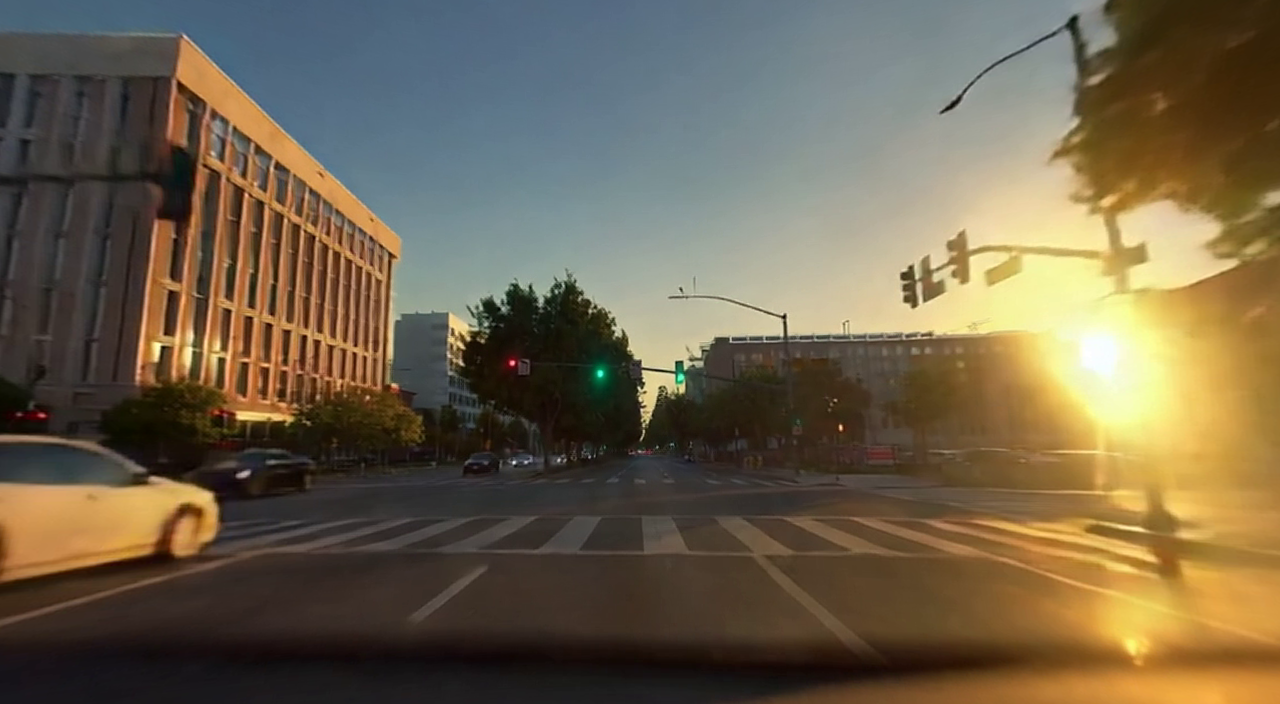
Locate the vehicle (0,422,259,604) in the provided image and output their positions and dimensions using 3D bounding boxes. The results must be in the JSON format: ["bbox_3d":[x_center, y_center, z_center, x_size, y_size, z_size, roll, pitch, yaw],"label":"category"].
[{"bbox_3d":[-6.490,1.566,6.545,1.876,1.570,4.980,0,-9,0],"label":"vehicle"}]

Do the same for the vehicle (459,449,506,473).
[{"bbox_3d":[-11.423,7.906,45.787,2.069,1.673,4.853,0,-9,1],"label":"vehicle"}]
